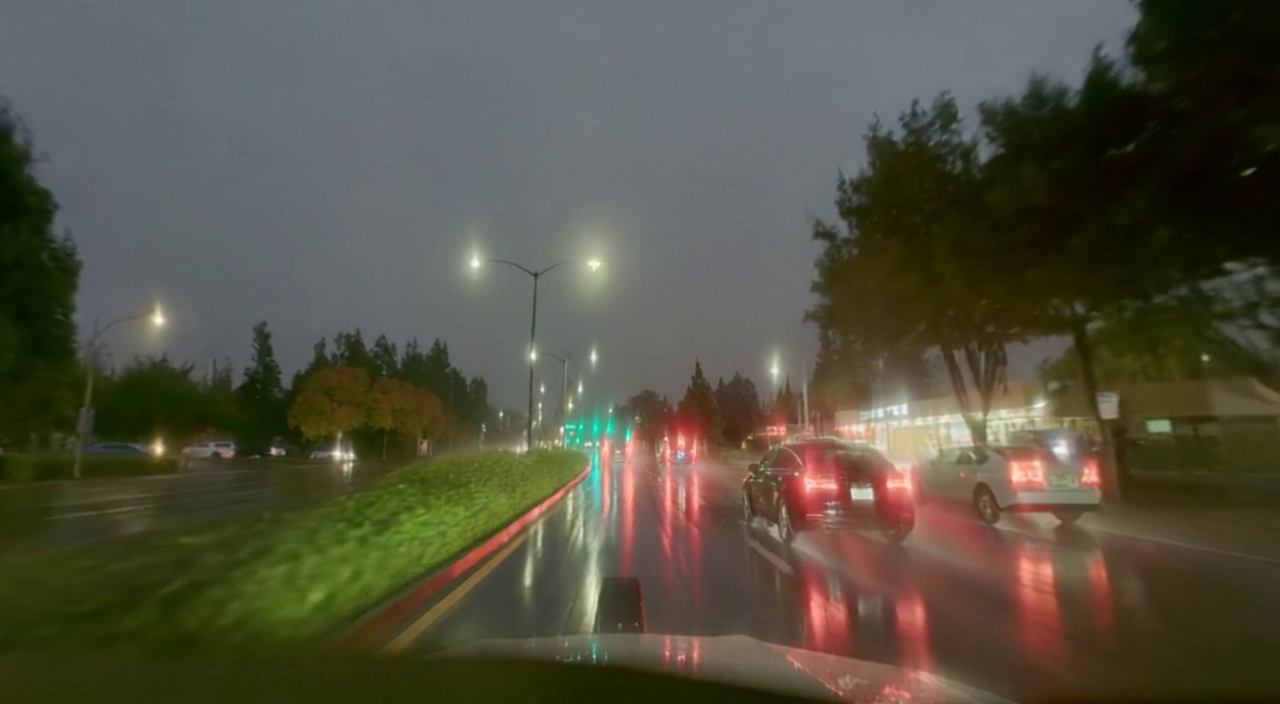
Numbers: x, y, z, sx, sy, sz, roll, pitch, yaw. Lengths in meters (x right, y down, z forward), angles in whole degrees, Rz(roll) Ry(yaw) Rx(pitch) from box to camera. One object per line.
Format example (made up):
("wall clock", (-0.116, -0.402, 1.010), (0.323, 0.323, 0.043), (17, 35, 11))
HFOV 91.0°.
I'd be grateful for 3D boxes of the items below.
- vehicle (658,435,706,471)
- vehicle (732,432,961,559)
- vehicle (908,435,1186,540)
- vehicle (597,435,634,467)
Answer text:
("vehicle", (2.155, 5.353, 33.513), (2.000, 1.745, 4.206), (0, -8, -4))
("vehicle", (2.713, 1.977, 9.467), (1.883, 1.452, 4.258), (0, -8, -2))
("vehicle", (6.696, 2.241, 11.098), (1.917, 1.457, 4.274), (0, -8, -2))
("vehicle", (-1.525, 5.960, 37.885), (2.051, 1.798, 4.168), (0, -8, -5))
